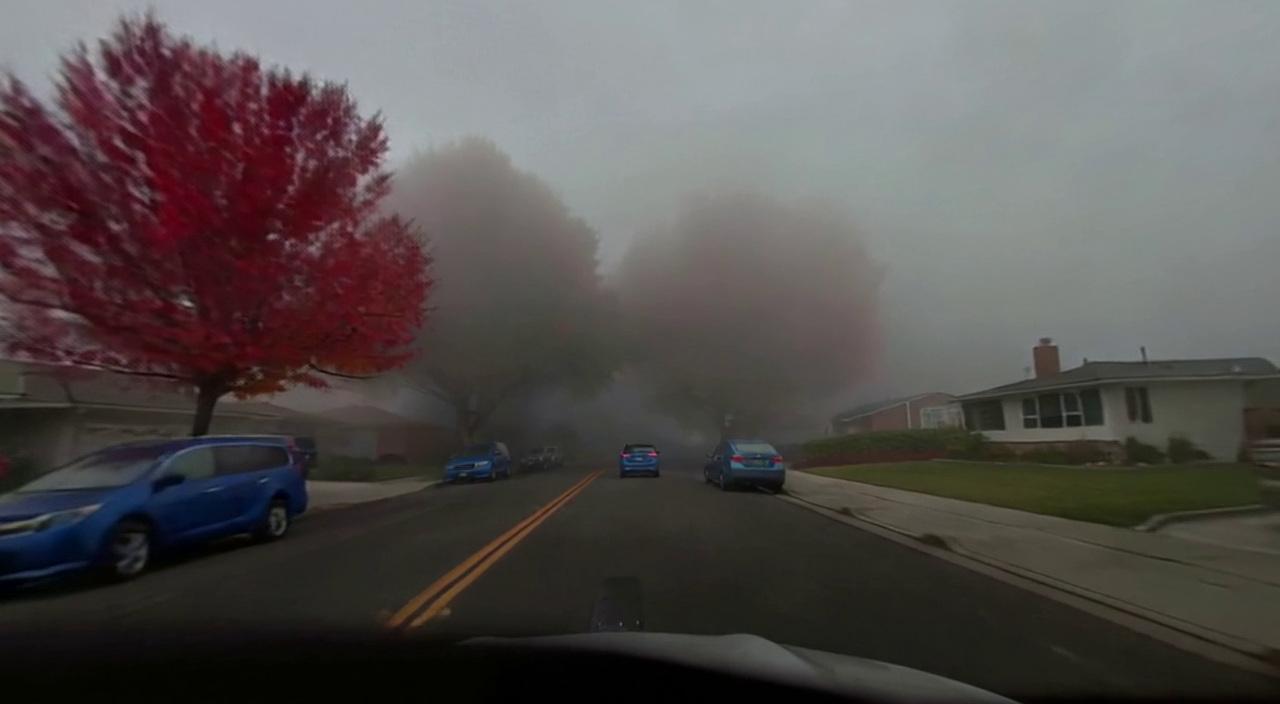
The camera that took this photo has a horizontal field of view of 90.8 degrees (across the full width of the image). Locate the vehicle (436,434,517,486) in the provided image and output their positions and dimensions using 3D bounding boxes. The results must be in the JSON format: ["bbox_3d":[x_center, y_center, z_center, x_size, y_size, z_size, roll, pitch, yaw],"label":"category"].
[{"bbox_3d":[-6.716,4.500,26.528,2.235,1.851,4.662,-2,-9,0],"label":"vehicle"}]

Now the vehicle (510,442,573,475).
[{"bbox_3d":[-5.986,6.560,39.131,2.641,1.747,4.738,-4,-8,6],"label":"vehicle"}]

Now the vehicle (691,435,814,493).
[{"bbox_3d":[3.133,3.257,18.772,2.429,1.502,4.474,1,-9,-6],"label":"vehicle"}]

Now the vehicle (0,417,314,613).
[{"bbox_3d":[-6.597,1.858,8.276,2.254,1.773,4.795,-2,-7,-2],"label":"vehicle"}]

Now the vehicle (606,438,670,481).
[{"bbox_3d":[-0.018,3.974,23.629,2.192,1.474,4.192,0,-8,1],"label":"vehicle"}]
